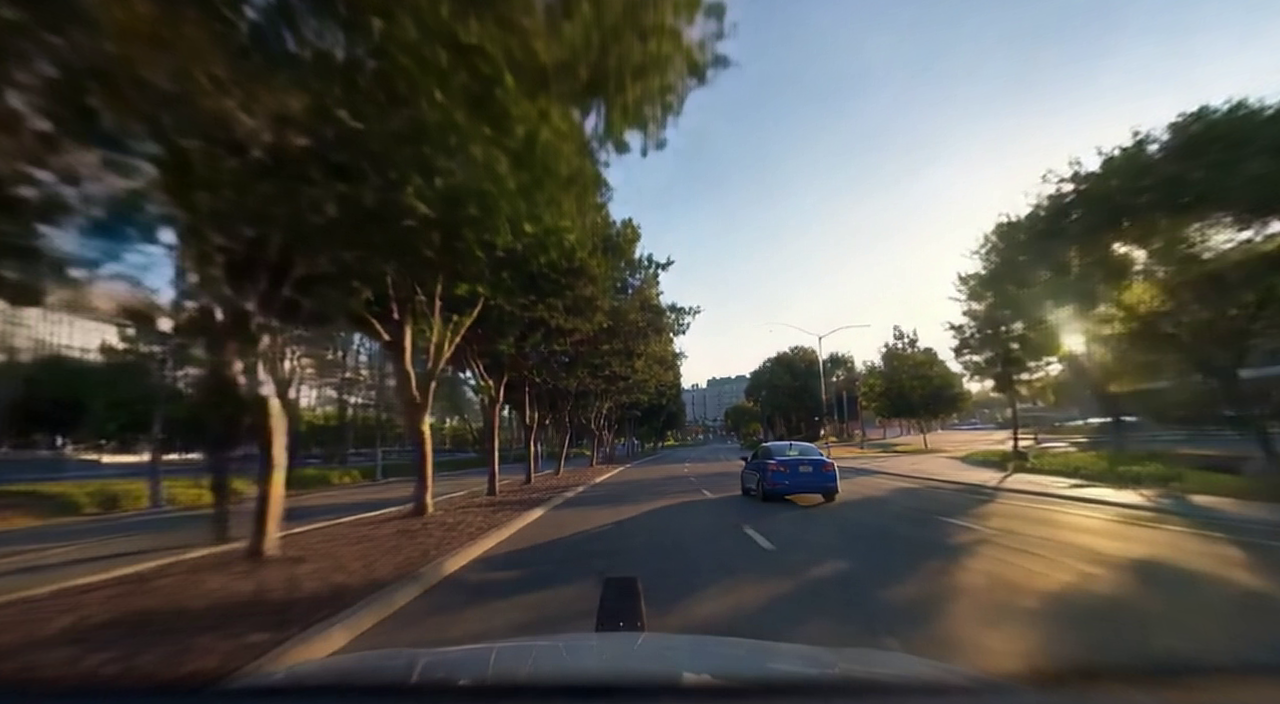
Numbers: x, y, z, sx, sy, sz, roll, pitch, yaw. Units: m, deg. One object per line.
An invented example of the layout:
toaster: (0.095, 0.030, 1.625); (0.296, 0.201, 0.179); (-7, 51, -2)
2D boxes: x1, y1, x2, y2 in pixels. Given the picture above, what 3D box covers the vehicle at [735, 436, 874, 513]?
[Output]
vehicle: (3.553, 2.722, 14.604); (1.928, 1.481, 4.453); (0, -8, -1)
